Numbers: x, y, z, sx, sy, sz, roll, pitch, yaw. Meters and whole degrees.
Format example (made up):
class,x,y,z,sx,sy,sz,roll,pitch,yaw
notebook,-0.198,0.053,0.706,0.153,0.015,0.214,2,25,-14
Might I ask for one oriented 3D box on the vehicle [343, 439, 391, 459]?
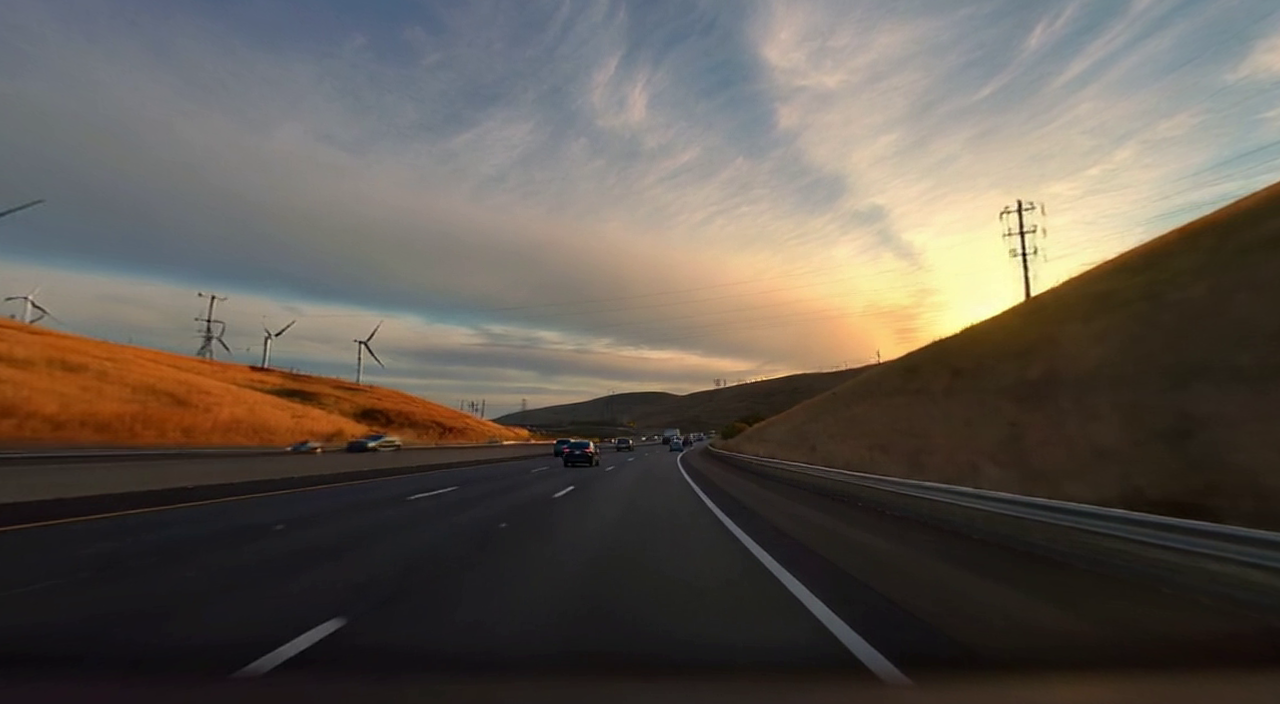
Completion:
class,x,y,z,sx,sy,sz,roll,pitch,yaw
vehicle,-20.506,7.316,47.503,1.768,1.466,3.886,0,-9,2

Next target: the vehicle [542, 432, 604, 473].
class,x,y,z,sx,sy,sz,roll,pitch,yaw
vehicle,-2.963,4.578,28.825,2.118,1.702,4.355,0,-9,3
